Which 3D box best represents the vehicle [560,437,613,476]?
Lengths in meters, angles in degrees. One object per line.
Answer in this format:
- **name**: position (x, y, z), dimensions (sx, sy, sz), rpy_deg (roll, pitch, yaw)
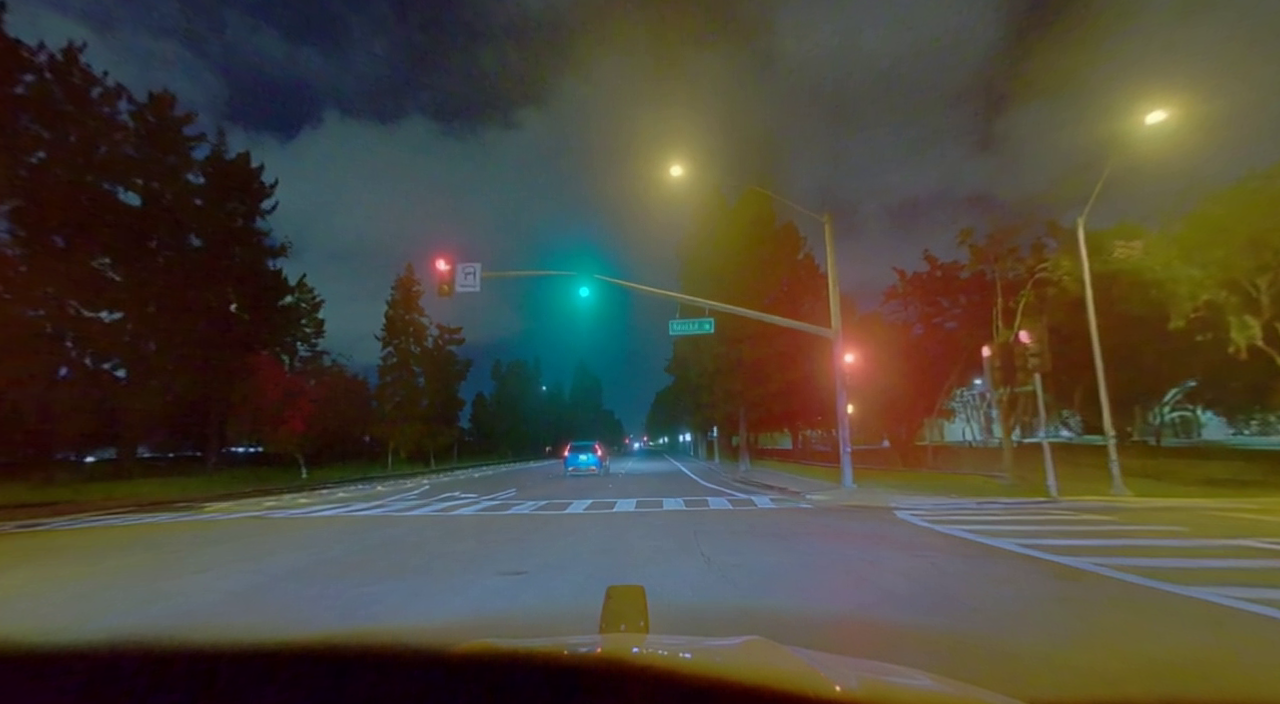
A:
- **vehicle**: position (-2.557, 5.122, 31.242), dimensions (2.123, 1.799, 4.425), rpy_deg (-1, -8, 1)
